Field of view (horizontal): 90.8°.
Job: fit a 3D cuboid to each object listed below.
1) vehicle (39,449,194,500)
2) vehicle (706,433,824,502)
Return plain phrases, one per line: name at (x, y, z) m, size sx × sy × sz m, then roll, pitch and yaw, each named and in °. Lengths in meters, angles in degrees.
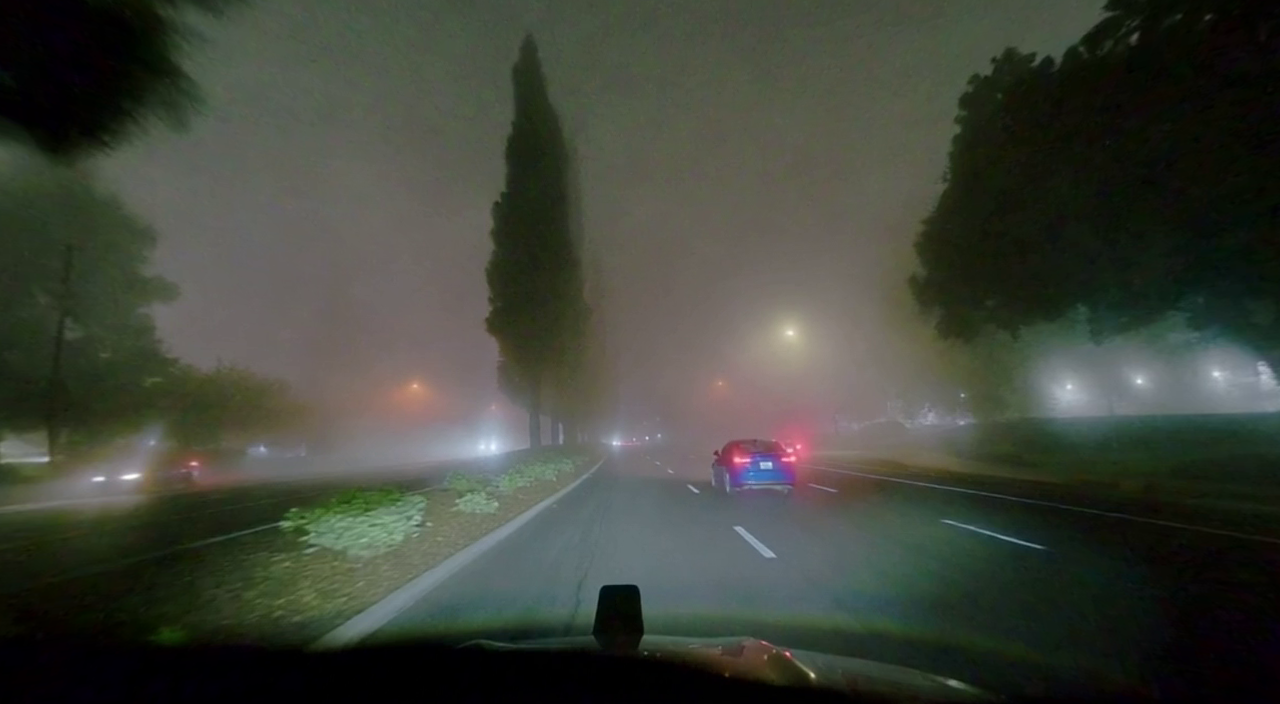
vehicle at (-20.665, 4.826, 25.303) m, size 2.016 × 1.778 × 4.804 m, roll 0°, pitch -8°, yaw 0°
vehicle at (2.928, 2.809, 15.816) m, size 1.950 × 1.473 × 4.259 m, roll 0°, pitch -8°, yaw -2°
